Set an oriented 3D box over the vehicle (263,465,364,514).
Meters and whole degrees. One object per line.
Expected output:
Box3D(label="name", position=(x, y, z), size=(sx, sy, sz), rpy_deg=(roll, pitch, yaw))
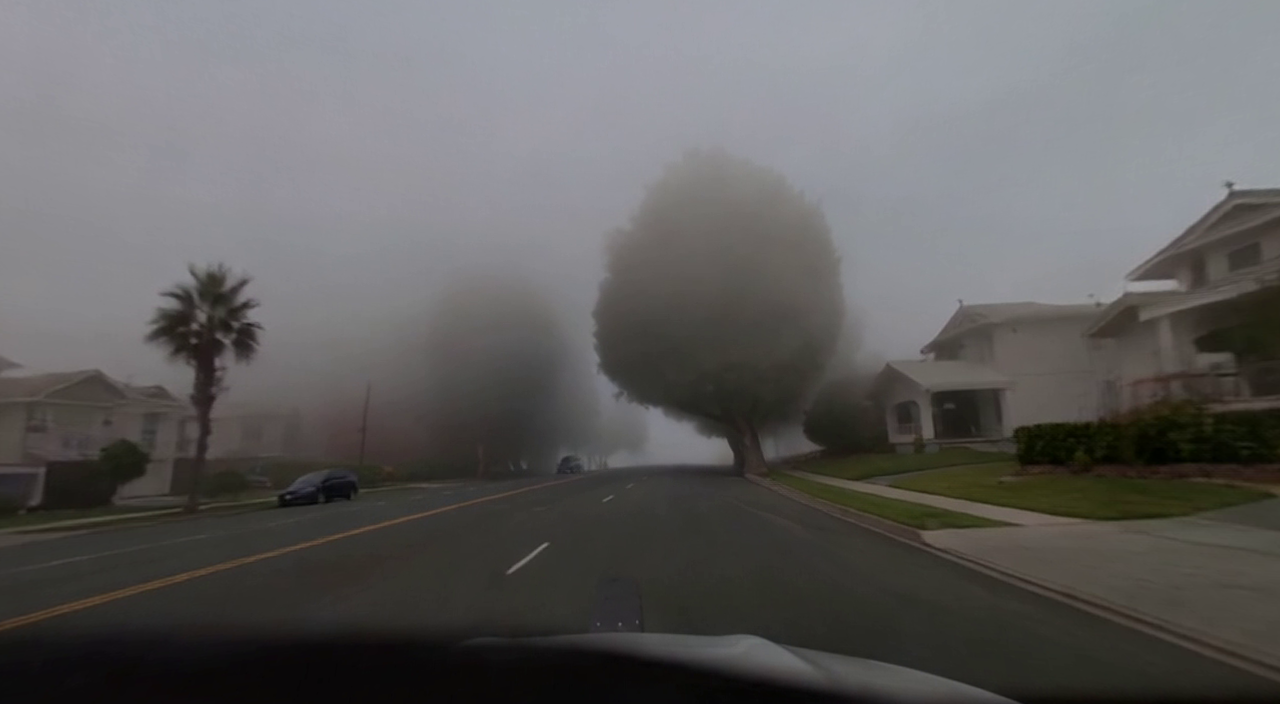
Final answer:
Box3D(label="vehicle", position=(-13.034, 5.462, 25.516), size=(1.804, 1.498, 4.136), rpy_deg=(-5, -8, 2))
